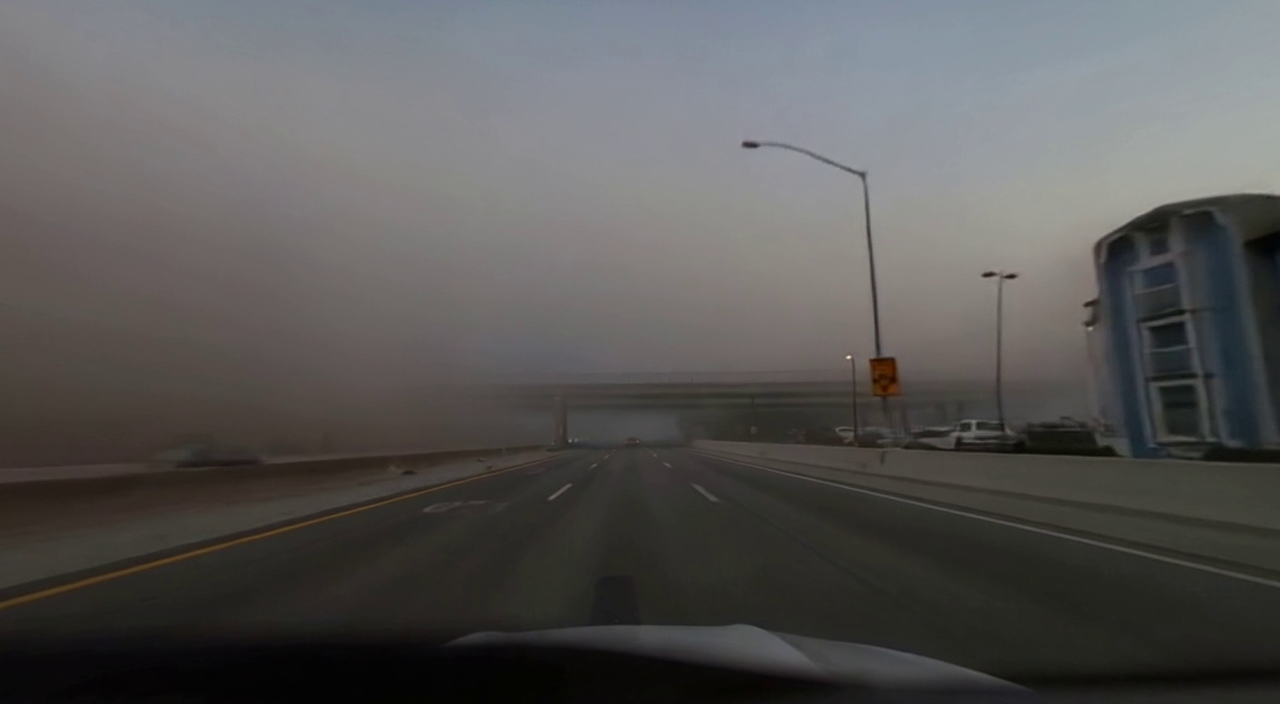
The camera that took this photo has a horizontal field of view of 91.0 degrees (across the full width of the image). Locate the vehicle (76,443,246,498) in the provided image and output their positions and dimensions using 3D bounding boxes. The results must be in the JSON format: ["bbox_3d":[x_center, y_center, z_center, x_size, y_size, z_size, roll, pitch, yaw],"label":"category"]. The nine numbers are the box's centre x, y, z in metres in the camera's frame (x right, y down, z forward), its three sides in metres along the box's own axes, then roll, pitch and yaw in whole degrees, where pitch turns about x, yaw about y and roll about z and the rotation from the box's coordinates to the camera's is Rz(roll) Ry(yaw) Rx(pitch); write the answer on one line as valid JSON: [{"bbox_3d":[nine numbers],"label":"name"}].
[{"bbox_3d":[-15.052,3.710,20.180,1.855,1.490,4.609,-1,-8,0],"label":"vehicle"}]
